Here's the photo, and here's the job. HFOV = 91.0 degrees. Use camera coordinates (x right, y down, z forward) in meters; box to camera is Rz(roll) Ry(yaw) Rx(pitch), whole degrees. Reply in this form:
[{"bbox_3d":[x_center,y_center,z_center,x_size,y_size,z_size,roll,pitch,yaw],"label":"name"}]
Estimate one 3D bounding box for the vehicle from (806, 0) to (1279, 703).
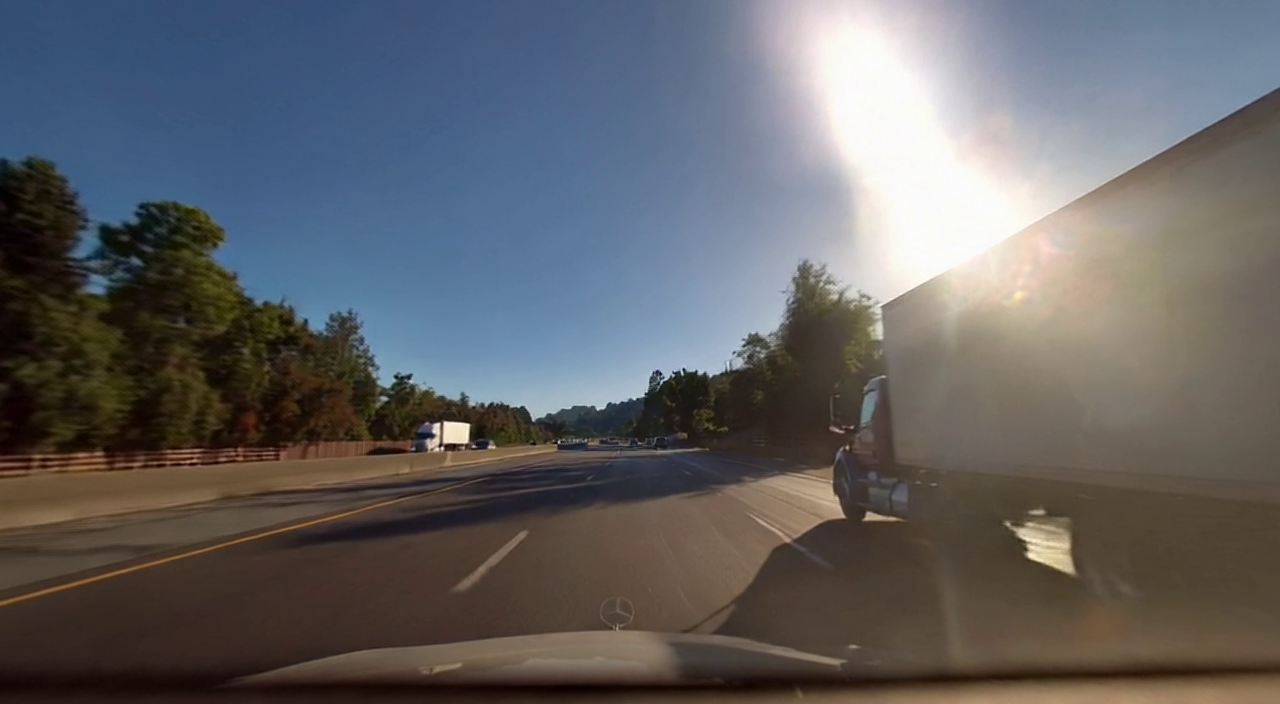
[{"bbox_3d":[4.083,0.428,5.782,2.766,3.349,7.796,0,-8,-1],"label":"vehicle"}]
